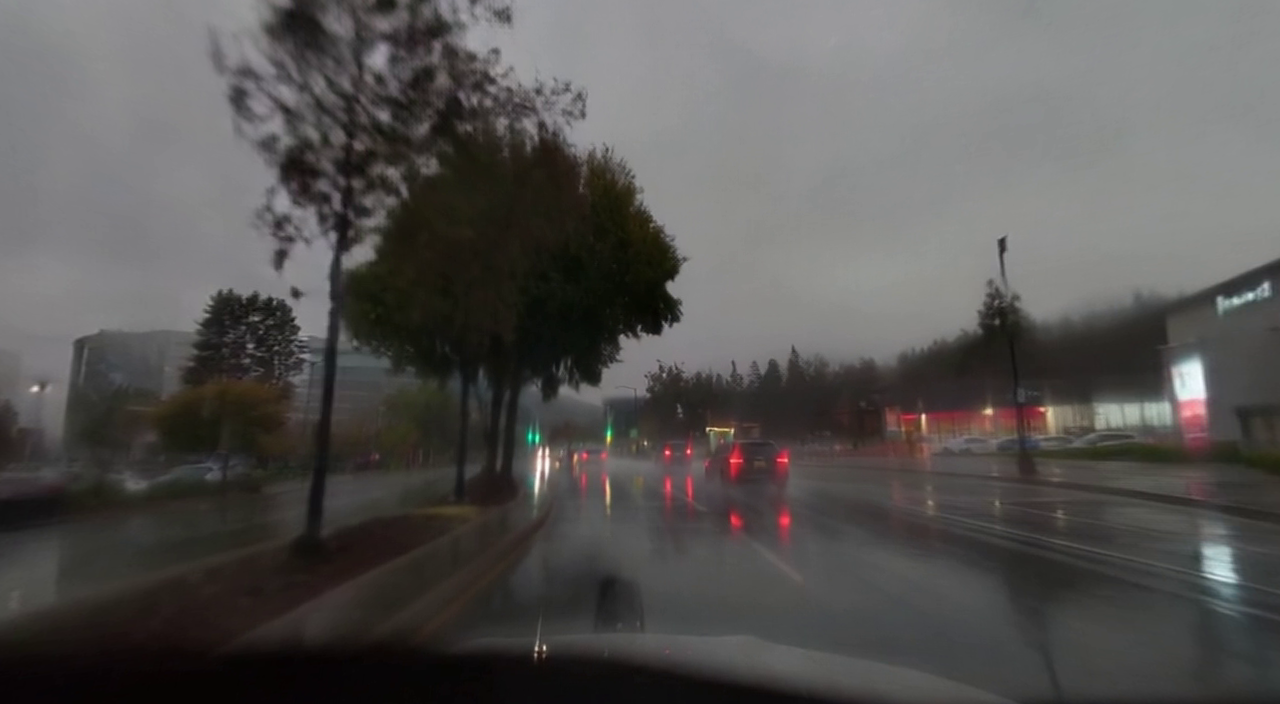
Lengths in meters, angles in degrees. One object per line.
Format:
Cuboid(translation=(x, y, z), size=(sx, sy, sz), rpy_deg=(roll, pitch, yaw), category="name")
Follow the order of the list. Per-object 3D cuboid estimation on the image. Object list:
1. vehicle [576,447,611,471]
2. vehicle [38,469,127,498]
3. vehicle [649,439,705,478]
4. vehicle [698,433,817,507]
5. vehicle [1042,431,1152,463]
Cuboid(translation=(-3.167, 7.185, 42.515), size=(2.068, 1.512, 3.987), rpy_deg=(1, -9, -8), category="vehicle")
Cuboid(translation=(-31.706, 7.463, 36.098), size=(1.600, 1.375, 4.319), rpy_deg=(0, -9, -8), category="vehicle")
Cuboid(translation=(1.736, 5.242, 31.309), size=(2.046, 1.768, 4.370), rpy_deg=(0, -9, -6), category="vehicle")
Cuboid(translation=(2.794, 2.934, 16.083), size=(1.966, 1.596, 3.980), rpy_deg=(0, -9, -5), category="vehicle")
Cuboid(translation=(26.950, 5.630, 37.386), size=(4.736, 1.755, 2.221), rpy_deg=(0, -8, -2), category="vehicle")
